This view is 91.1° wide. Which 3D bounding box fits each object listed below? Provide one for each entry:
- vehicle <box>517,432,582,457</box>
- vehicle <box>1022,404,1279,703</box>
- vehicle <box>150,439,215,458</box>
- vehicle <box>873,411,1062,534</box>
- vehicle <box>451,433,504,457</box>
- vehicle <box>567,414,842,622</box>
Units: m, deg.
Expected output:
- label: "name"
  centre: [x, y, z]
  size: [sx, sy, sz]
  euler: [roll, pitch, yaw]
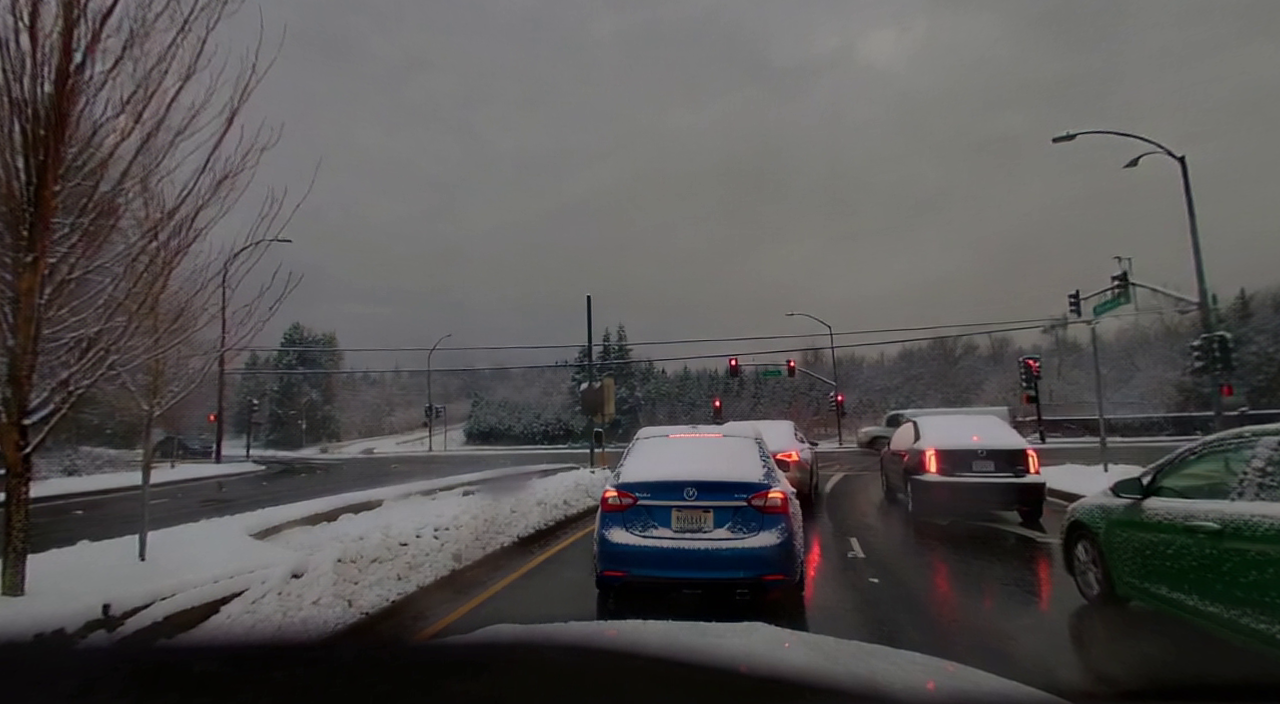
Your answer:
- label: "vehicle"
  centre: [-6.013, 6.111, 41.569]
  size: [1.932, 1.573, 4.509]
  euler: [8, -12, -44]
- label: "vehicle"
  centre: [4.237, 1.059, 3.375]
  size: [1.954, 1.508, 4.441]
  euler: [-1, -8, 6]
- label: "vehicle"
  centre: [-35.407, 7.443, 48.630]
  size: [1.652, 1.433, 3.733]
  euler: [-7, -11, 40]
- label: "vehicle"
  centre: [5.521, 2.048, 11.296]
  size: [2.102, 1.717, 4.373]
  euler: [-2, -9, 16]
- label: "vehicle"
  centre: [-12.506, 7.119, 48.192]
  size: [1.972, 1.705, 4.457]
  euler: [8, -11, -44]
- label: "vehicle"
  centre: [0.841, 1.500, 6.696]
  size: [2.052, 1.483, 3.928]
  euler: [-2, -8, 12]
